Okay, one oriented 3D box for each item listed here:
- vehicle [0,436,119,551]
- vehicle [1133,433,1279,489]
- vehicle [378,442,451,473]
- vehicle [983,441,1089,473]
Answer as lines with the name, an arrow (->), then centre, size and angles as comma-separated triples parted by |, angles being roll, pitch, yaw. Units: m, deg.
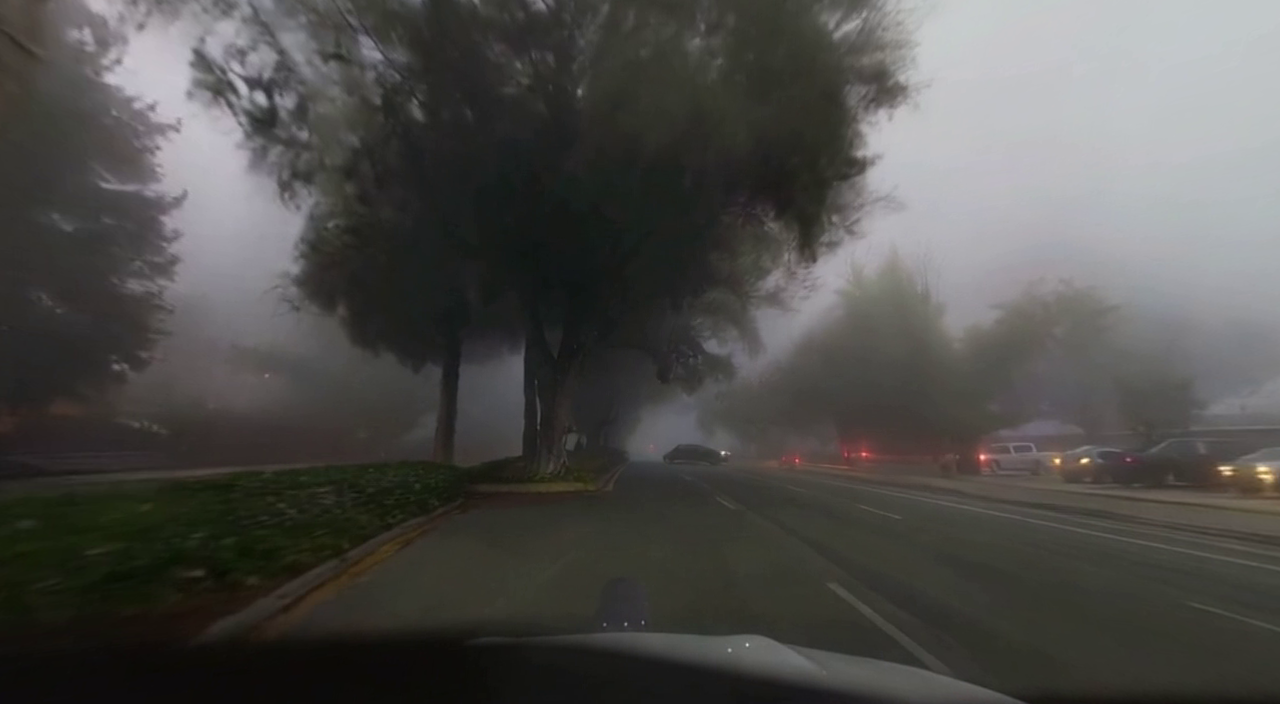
vehicle -> -9.226, 1.781, 7.761 | 1.872, 1.476, 4.423 | 0, -8, -1
vehicle -> 22.013, 4.035, 23.412 | 5.332, 1.879, 2.187 | 1, -8, 7
vehicle -> -11.304, 5.302, 31.936 | 1.917, 1.473, 4.757 | 0, -8, 0
vehicle -> 23.885, 6.326, 38.099 | 4.917, 1.814, 2.322 | 1, -9, -7
